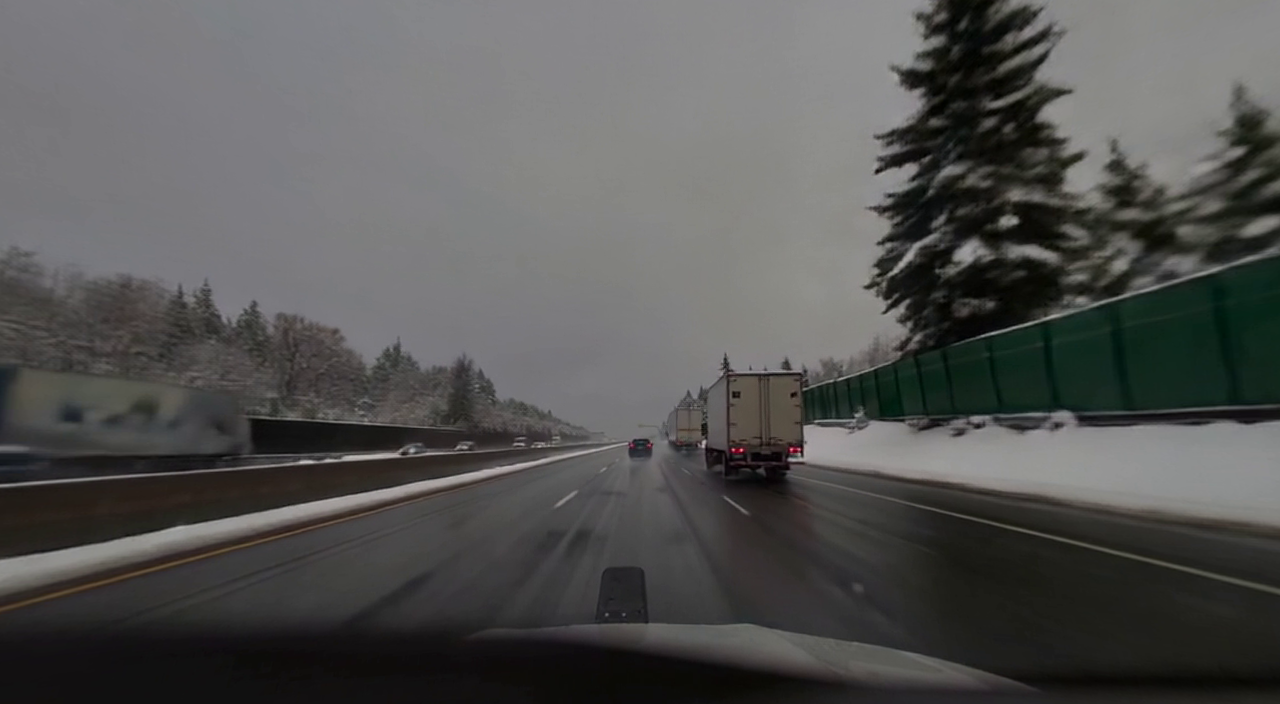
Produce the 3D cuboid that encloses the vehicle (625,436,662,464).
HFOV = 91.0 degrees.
[{"bbox_3d":[0.218,6.647,42.817,2.389,1.760,4.473,0,-8,1],"label":"vehicle"}]

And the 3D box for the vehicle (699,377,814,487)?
[{"bbox_3d":[4.002,3.067,23.762,2.742,3.383,8.285,0,-8,0],"label":"vehicle"}]

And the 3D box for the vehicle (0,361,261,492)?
[{"bbox_3d":[-20.944,3.128,25.126,2.886,3.964,13.895,0,-8,0],"label":"vehicle"}]
